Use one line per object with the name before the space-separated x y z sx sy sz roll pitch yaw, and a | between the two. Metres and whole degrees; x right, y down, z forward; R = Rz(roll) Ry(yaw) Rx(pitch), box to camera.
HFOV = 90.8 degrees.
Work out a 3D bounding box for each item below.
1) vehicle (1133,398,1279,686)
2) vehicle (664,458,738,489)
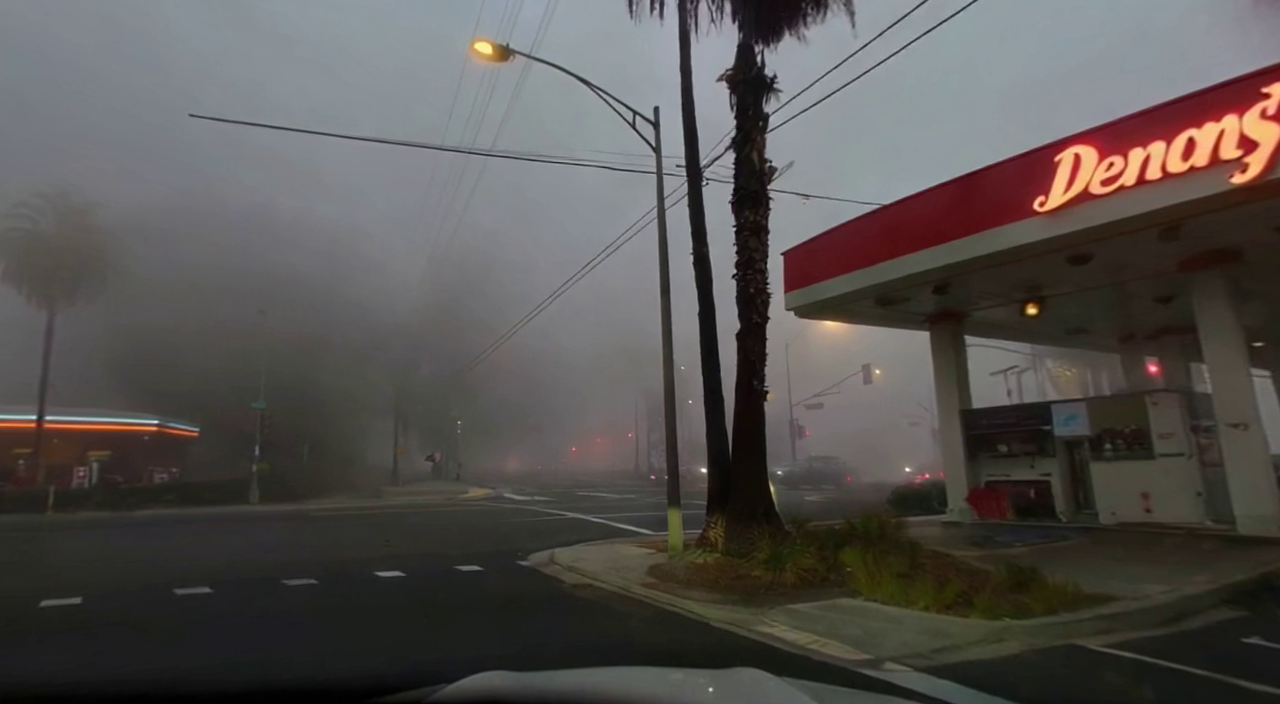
vehicle | 5.182 0.813 2.252 2.109 1.490 4.831 4 -10 -28
vehicle | 4.414 8.713 45.493 4.880 1.754 2.202 3 -6 -30
